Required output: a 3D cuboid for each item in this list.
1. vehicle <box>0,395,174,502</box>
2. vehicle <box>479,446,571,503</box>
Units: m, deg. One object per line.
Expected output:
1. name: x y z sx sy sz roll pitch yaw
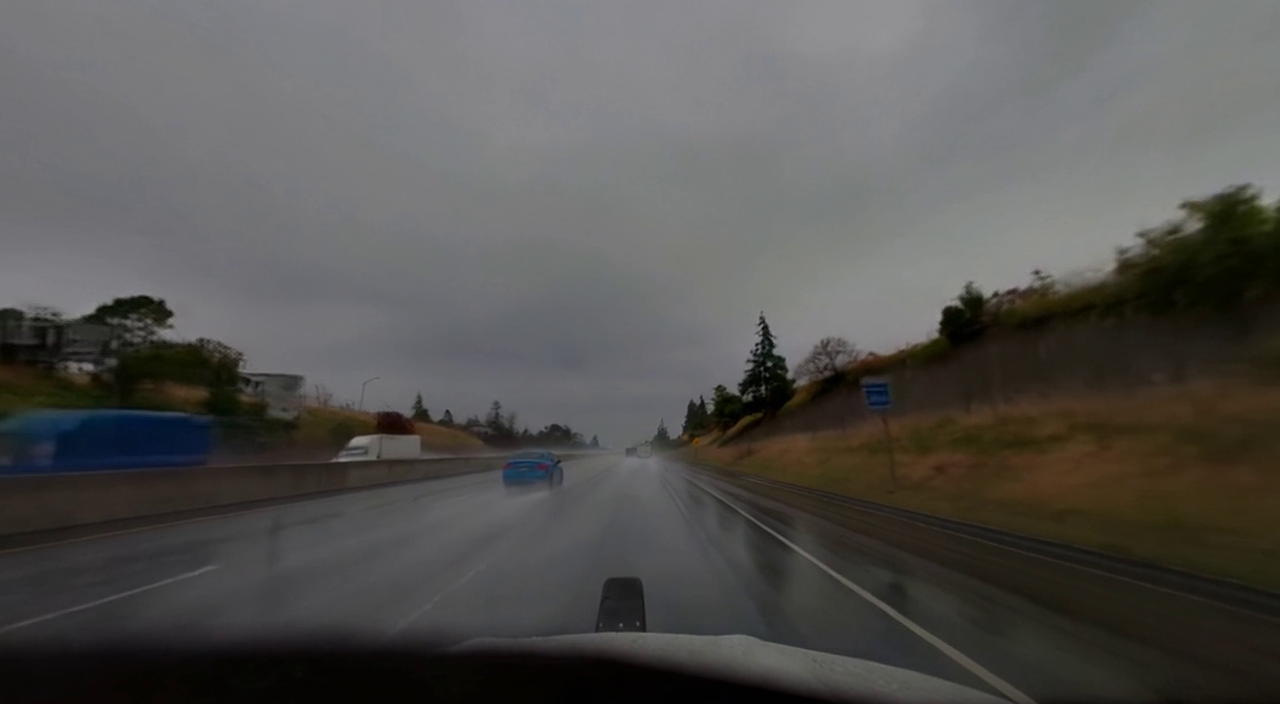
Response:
1. vehicle: -19.633 3.246 21.152 2.667 3.022 6.766 0 -9 1
2. vehicle: -3.291 3.592 18.911 1.978 1.498 4.080 0 -9 0
